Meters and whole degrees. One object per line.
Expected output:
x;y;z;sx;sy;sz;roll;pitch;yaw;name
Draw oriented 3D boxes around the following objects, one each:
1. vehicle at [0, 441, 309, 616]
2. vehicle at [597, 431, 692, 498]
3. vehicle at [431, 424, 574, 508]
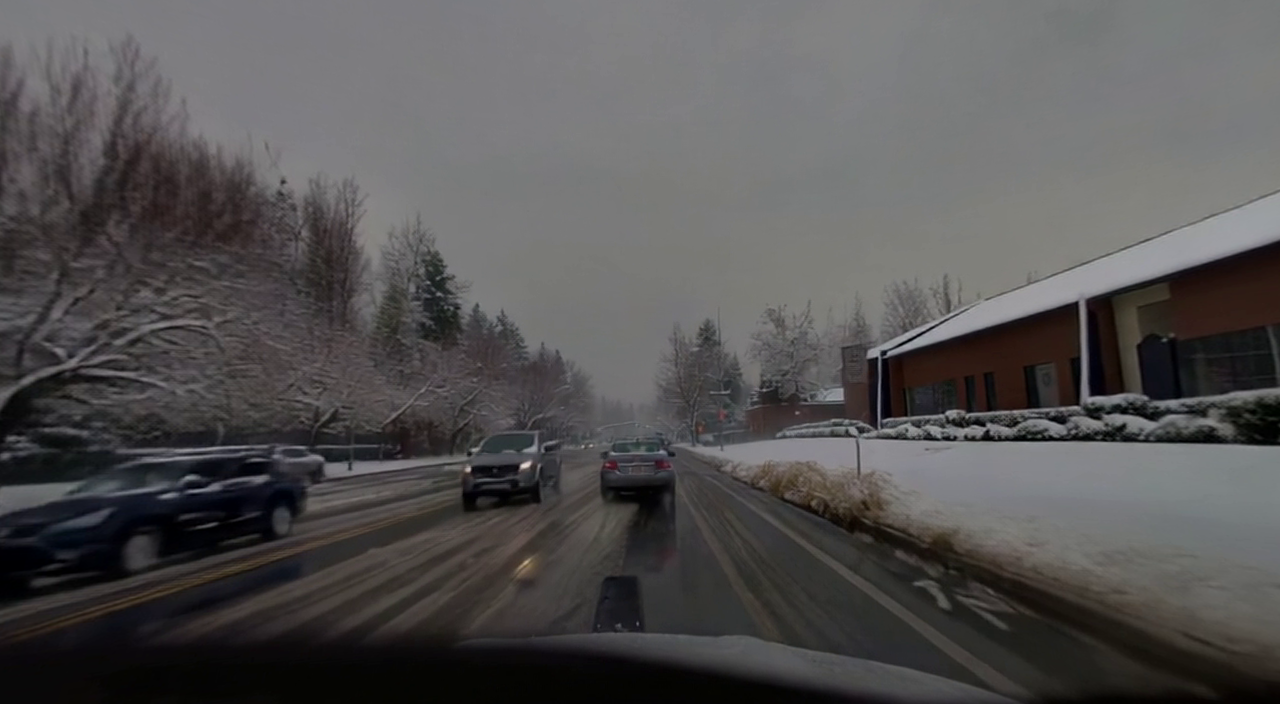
-6.420;1.840;7.677;2.170;1.465;4.648;-1;-8;2;vehicle
0.142;2.832;16.294;2.116;1.479;4.358;0;-8;1;vehicle
-3.074;2.699;15.421;2.294;1.695;4.792;-1;-8;2;vehicle
